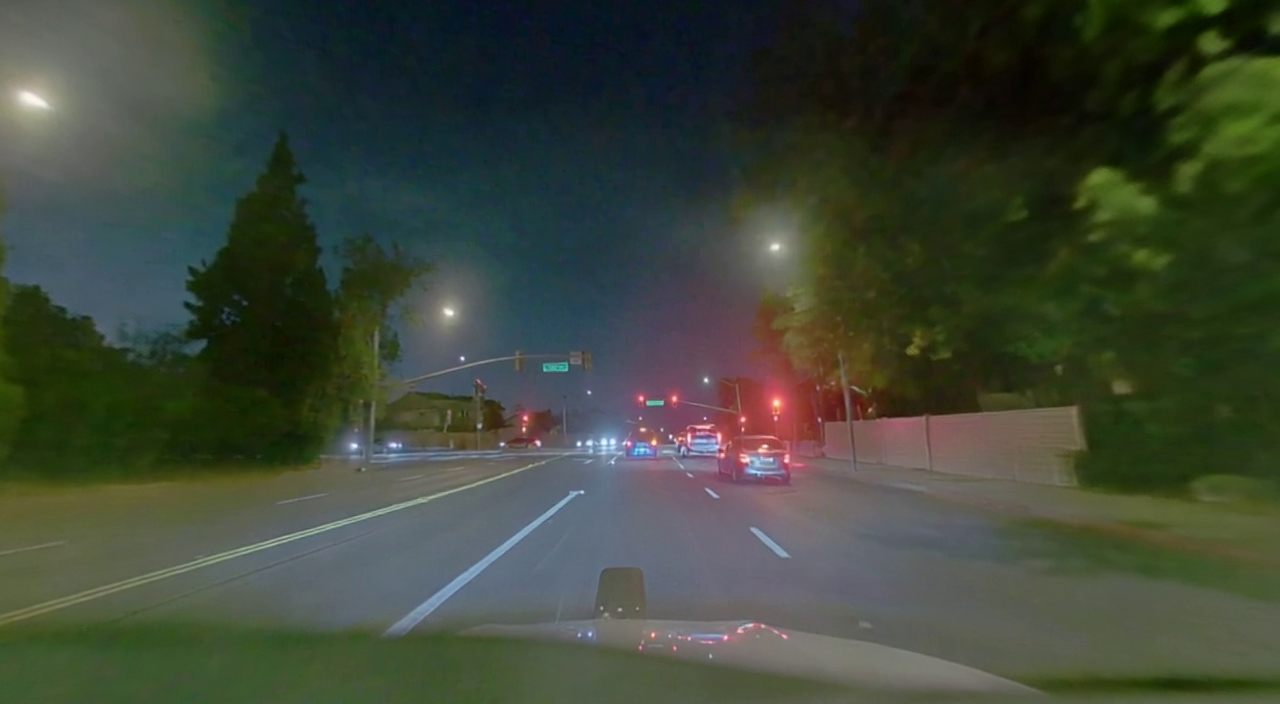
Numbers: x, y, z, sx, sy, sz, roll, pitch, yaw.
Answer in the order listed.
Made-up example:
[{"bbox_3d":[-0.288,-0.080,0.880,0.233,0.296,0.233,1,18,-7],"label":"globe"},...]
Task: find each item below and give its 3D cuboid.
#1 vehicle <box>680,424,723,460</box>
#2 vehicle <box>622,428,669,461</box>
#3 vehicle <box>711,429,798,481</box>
[{"bbox_3d":[3.485,5.189,36.203,2.059,1.924,4.257,0,-8,0],"label":"vehicle"},{"bbox_3d":[0.328,4.849,33.004,2.321,1.624,4.367,0,-8,1],"label":"vehicle"},{"bbox_3d":[3.588,3.333,20.534,1.934,1.506,4.544,0,-8,-1],"label":"vehicle"}]
